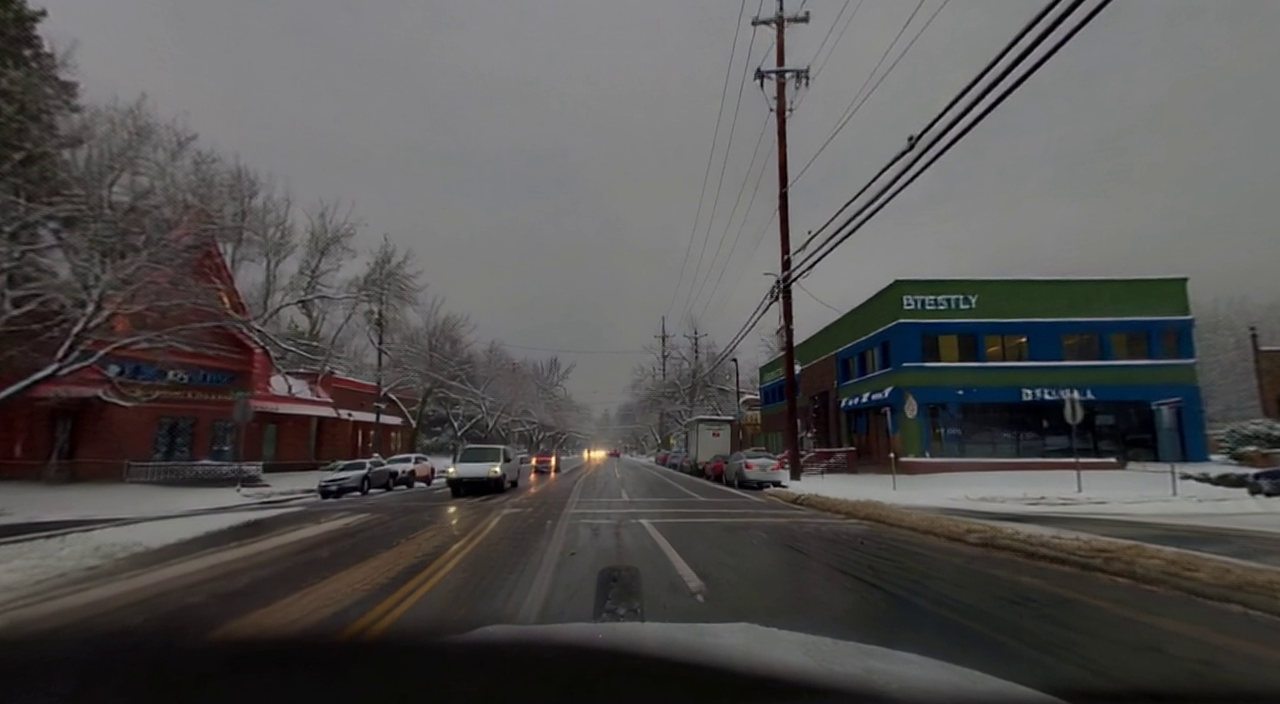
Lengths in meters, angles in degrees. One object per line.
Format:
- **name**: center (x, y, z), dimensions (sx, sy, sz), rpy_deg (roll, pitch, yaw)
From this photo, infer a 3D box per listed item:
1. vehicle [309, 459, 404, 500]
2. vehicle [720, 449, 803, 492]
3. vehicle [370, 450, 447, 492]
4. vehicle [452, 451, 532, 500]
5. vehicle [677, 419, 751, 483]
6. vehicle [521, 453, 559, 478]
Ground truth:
- **vehicle**: center (-11.434, 5.157, 25.869), dimensions (1.978, 1.452, 4.263), rpy_deg (0, -9, -1)
- **vehicle**: center (5.086, 5.029, 27.155), dimensions (1.963, 1.646, 4.204), rpy_deg (2, -9, -12)
- **vehicle**: center (-11.430, 5.863, 31.569), dimensions (2.072, 1.818, 4.951), rpy_deg (-3, -9, -1)
- **vehicle**: center (-5.062, 4.252, 22.216), dimensions (2.050, 1.505, 4.219), rpy_deg (1, -9, -4)
- **vehicle**: center (3.982, 5.605, 35.876), dimensions (2.815, 3.203, 7.558), rpy_deg (1, -9, -3)
- **vehicle**: center (-6.580, 7.520, 42.077), dimensions (1.845, 1.469, 4.413), rpy_deg (0, -9, -1)
